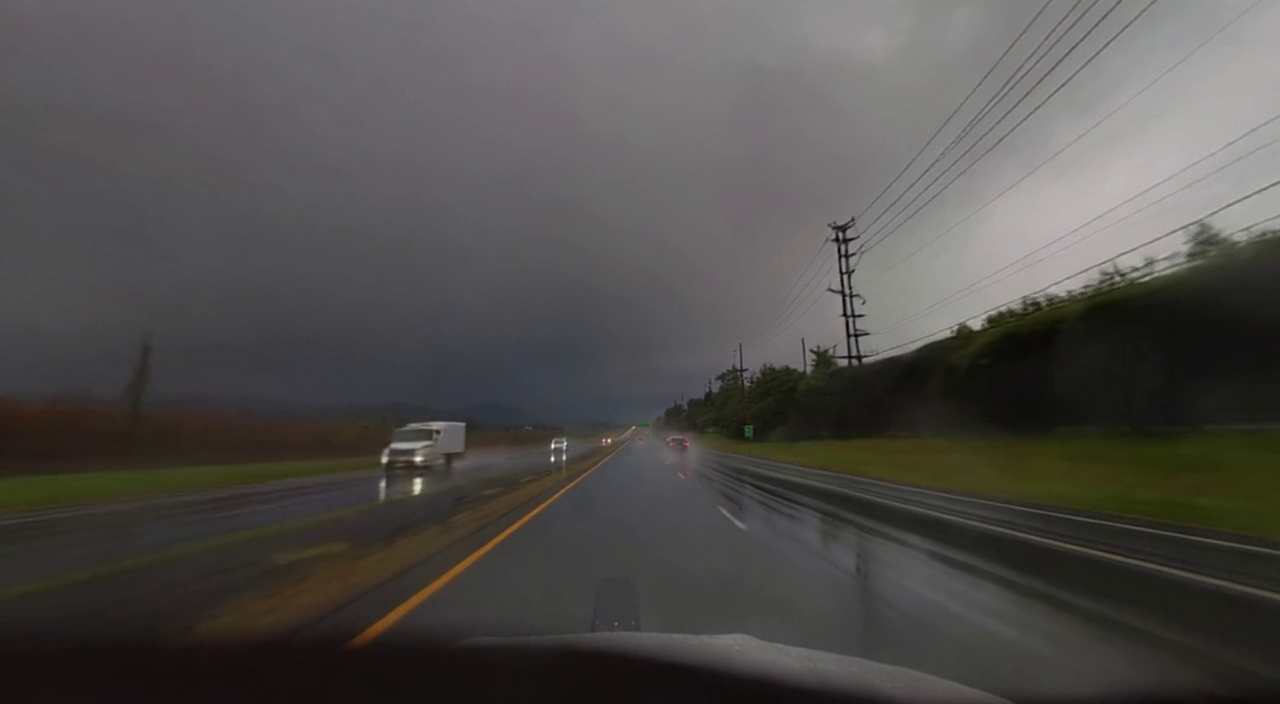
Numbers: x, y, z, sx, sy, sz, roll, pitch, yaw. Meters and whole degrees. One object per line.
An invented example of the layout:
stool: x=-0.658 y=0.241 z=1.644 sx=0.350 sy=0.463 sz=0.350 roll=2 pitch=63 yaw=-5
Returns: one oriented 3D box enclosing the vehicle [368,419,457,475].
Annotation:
vehicle: x=-11.798 y=5.002 z=33.355 sx=2.274 sy=2.665 sz=6.594 roll=-1 pitch=-8 yaw=0
